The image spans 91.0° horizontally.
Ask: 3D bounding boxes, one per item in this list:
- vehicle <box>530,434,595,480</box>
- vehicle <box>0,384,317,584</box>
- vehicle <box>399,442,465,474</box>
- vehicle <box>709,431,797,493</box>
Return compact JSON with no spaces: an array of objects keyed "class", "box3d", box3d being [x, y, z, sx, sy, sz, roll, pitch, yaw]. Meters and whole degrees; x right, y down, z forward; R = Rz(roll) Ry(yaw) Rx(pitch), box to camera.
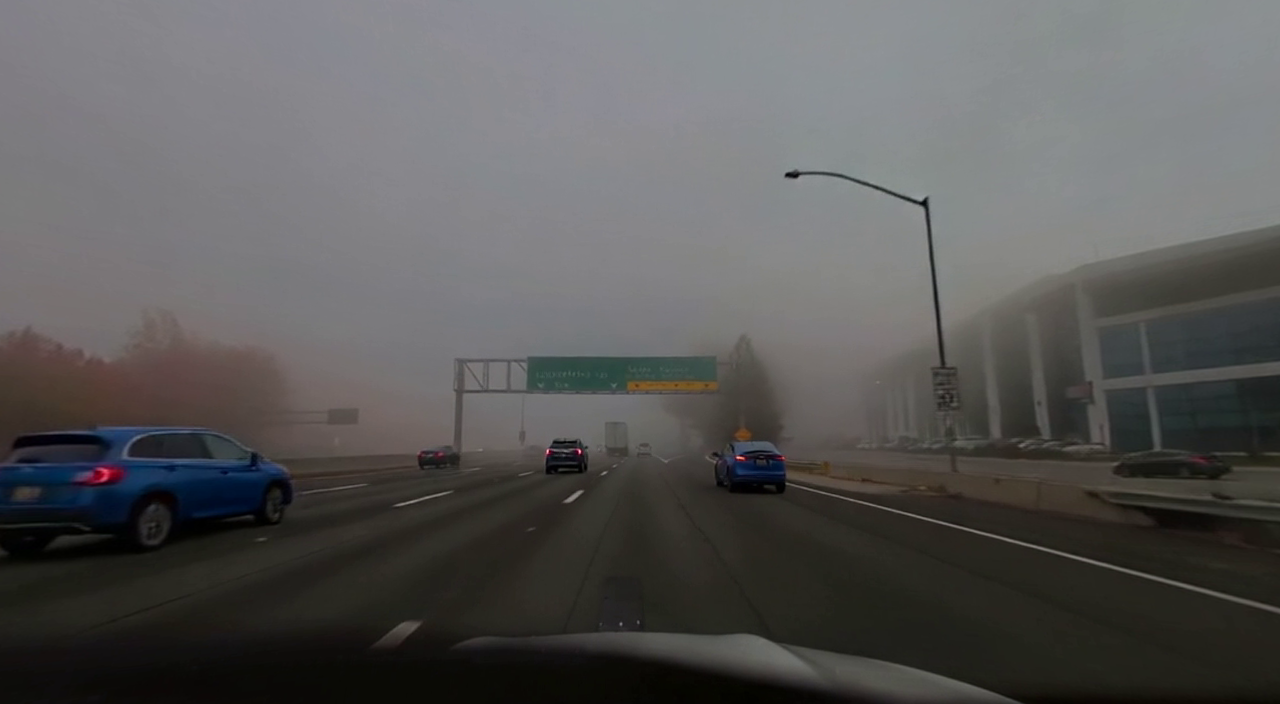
[{"class":"vehicle","box3d":[-3.159,4.405,26.646,2.111,1.742,4.315,0,-9,1]},{"class":"vehicle","box3d":[-6.985,1.606,8.514,2.314,1.842,5.279,0,-9,1]},{"class":"vehicle","box3d":[-10.805,5.521,33.009,1.919,1.509,4.265,0,-9,1]},{"class":"vehicle","box3d":[3.496,3.498,20.383,2.101,1.742,4.495,0,-9,1]}]
